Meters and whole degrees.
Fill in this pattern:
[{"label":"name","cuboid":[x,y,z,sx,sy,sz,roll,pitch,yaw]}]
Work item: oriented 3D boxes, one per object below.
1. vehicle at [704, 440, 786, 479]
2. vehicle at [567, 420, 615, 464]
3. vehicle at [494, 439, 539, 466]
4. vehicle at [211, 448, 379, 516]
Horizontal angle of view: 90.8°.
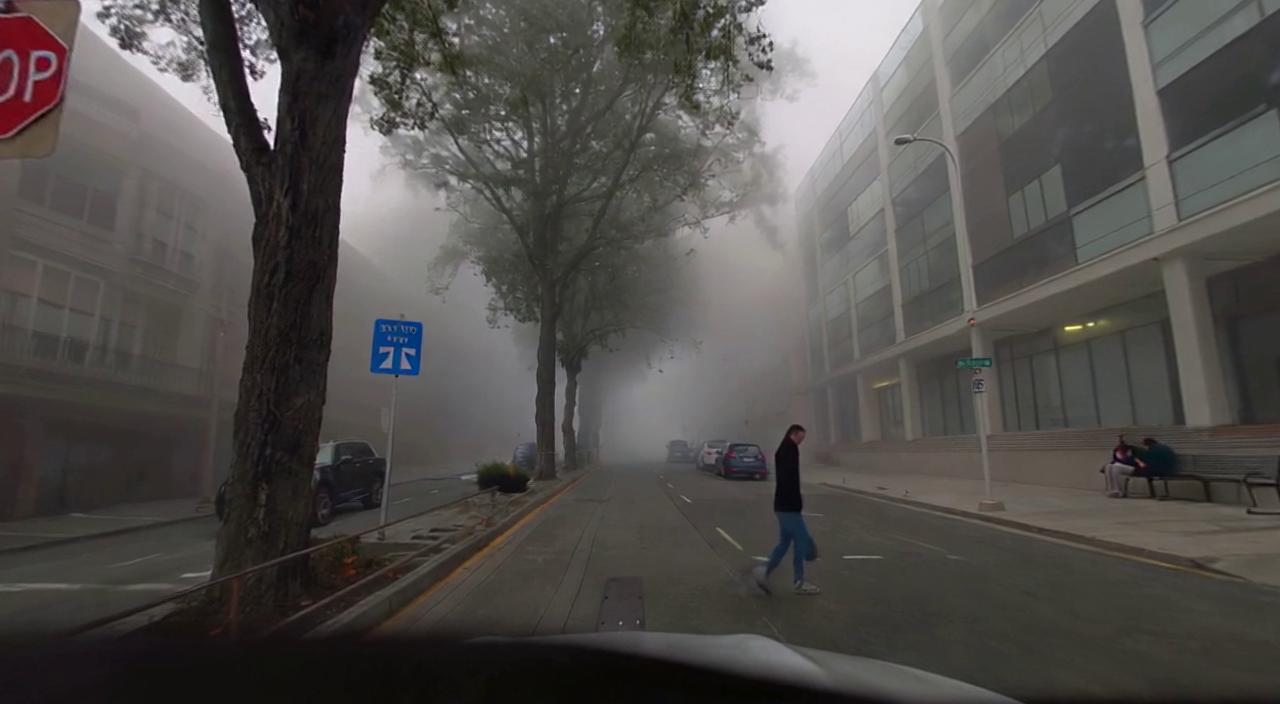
[{"label":"vehicle","cuboid":[4.589,4.567,27.108,1.858,1.491,4.329,-5,-10,33]},{"label":"vehicle","cuboid":[-3.006,5.754,40.238,2.317,2.596,6.053,0,-8,2]},{"label":"vehicle","cuboid":[-8.852,7.263,45.725,2.256,1.802,4.333,0,-8,2]},{"label":"vehicle","cuboid":[-8.791,3.306,16.646,2.007,1.503,4.343,0,-8,-1]}]
